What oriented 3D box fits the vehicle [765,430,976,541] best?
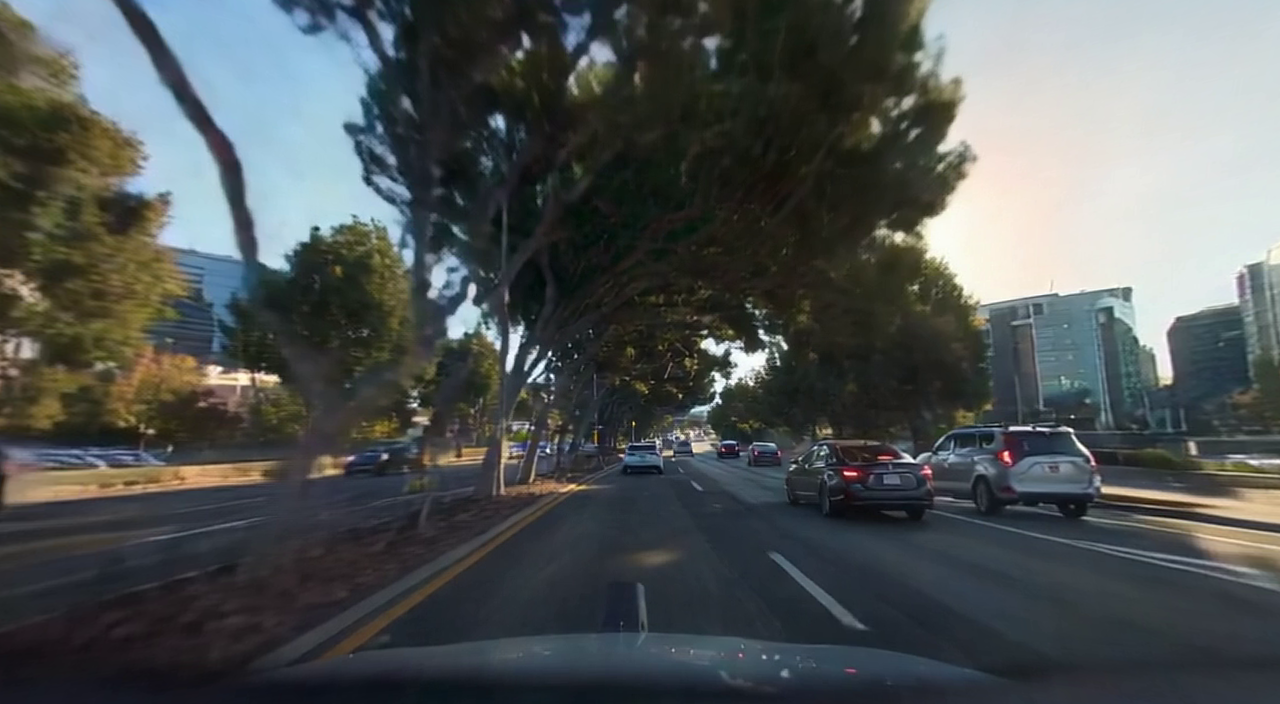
[{"bbox_3d":[3.519,2.107,10.629,1.858,1.466,4.230,0,-8,-1],"label":"vehicle"}]

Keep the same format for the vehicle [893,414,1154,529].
[{"bbox_3d":[7.035,2.245,12.396,2.134,1.810,4.590,0,-8,-1],"label":"vehicle"}]

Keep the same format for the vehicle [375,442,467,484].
[{"bbox_3d":[-8.529,4.337,25.093,1.993,1.458,4.614,-1,-8,0],"label":"vehicle"}]

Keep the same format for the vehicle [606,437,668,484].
[{"bbox_3d":[-0.093,3.760,22.110,1.994,1.479,3.647,0,-8,0],"label":"vehicle"}]

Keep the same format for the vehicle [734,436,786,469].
[{"bbox_3d":[6.927,5.864,36.965,2.068,1.779,4.567,0,-8,-1],"label":"vehicle"}]
